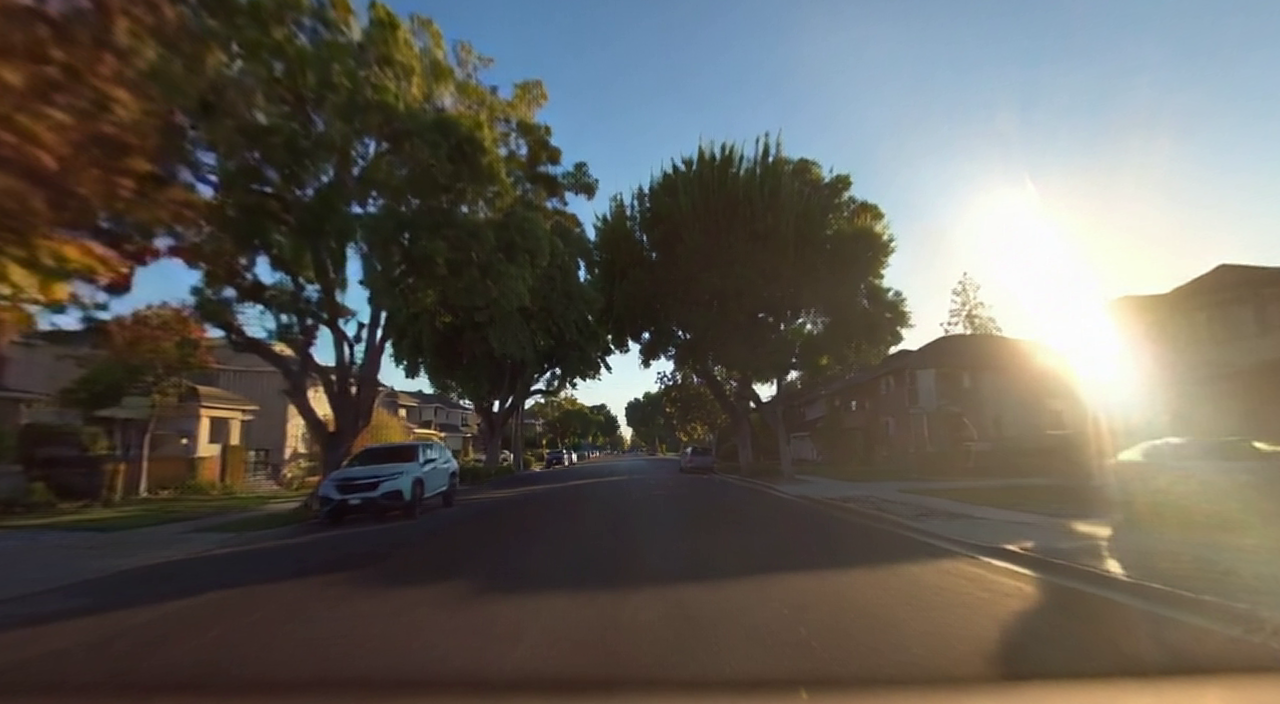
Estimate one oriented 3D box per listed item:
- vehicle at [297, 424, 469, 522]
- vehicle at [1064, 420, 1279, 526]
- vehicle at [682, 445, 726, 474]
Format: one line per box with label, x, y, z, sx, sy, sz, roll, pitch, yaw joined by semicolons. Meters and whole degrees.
vehicle;-5.918;2.838;15.451;2.341;1.942;5.044;0;-9;-3
vehicle;10.030;1.969;10.533;4.497;1.564;1.948;0;-9;-2
vehicle;3.609;6.202;36.659;1.996;1.585;4.371;0;-9;-1
